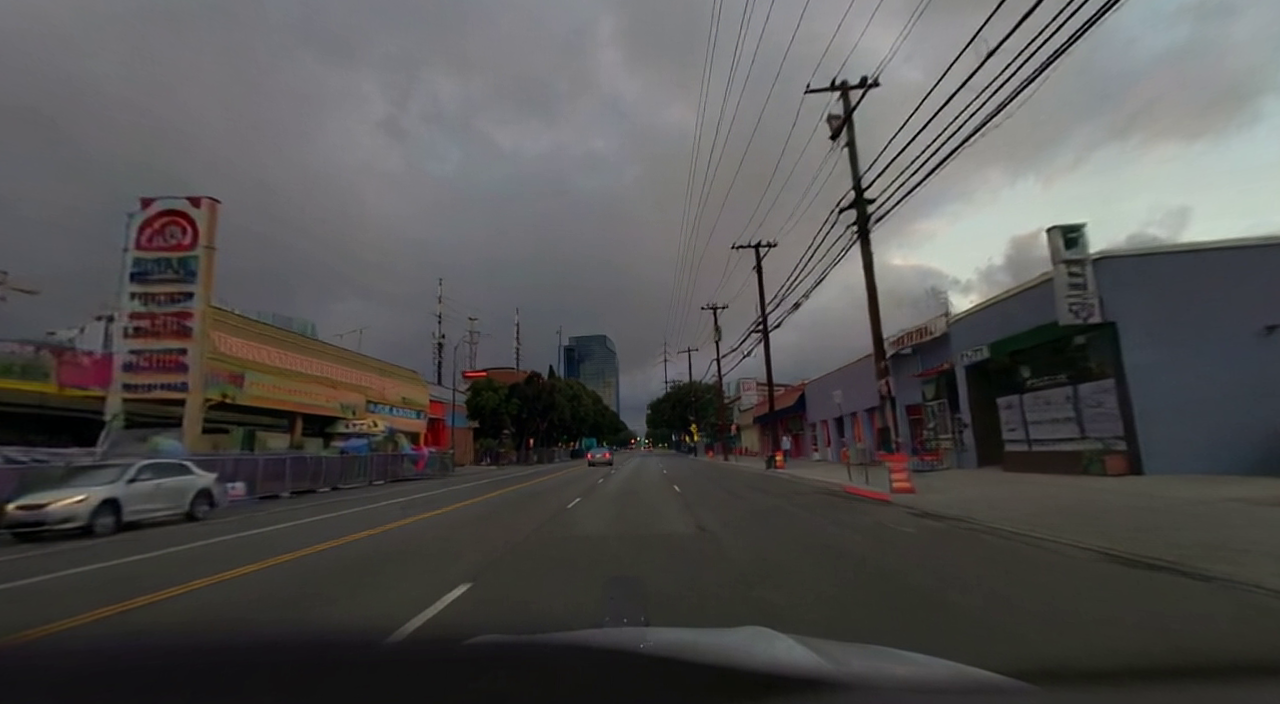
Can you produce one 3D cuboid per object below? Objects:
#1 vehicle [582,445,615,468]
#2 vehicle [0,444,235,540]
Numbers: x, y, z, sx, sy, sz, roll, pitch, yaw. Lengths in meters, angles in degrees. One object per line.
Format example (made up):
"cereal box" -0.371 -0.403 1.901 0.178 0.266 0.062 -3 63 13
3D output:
"vehicle" -2.980 7.669 46.488 2.036 1.589 4.549 -1 -8 2
"vehicle" -12.073 3.164 14.941 2.052 1.898 4.253 0 -8 0
